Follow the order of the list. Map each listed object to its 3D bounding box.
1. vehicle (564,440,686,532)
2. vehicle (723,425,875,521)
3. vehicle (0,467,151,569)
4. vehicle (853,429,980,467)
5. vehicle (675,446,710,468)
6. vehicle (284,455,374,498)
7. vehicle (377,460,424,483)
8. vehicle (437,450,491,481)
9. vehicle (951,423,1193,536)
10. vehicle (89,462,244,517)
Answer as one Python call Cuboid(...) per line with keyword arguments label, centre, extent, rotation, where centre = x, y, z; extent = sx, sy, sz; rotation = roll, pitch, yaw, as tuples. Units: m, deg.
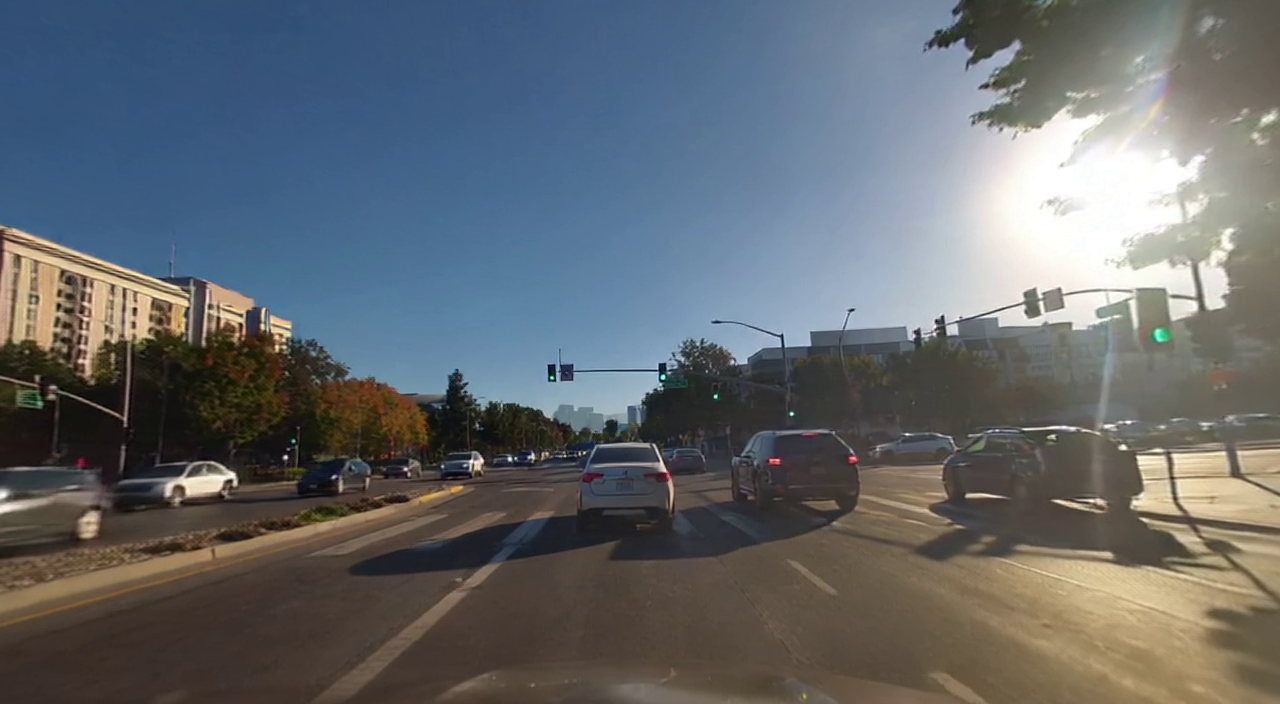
Cuboid(label="vehicle", centre=(-0.277, 2.523, 12.537), extent=(2.034, 1.500, 3.966), rotation=(0, -8, -1))
Cuboid(label="vehicle", centre=(3.294, 2.607, 14.207), extent=(2.107, 1.773, 4.557), rotation=(0, -8, -2))
Cuboid(label="vehicle", centre=(-11.645, 2.968, 11.473), extent=(1.992, 1.562, 4.361), rotation=(0, -8, 0))
Cuboid(label="vehicle", centre=(15.154, 5.327, 35.062), extent=(6.013, 2.030, 2.461), rotation=(-2, -9, 12))
Cuboid(label="vehicle", centre=(3.770, 7.614, 45.963), extent=(2.123, 1.455, 4.318), rotation=(0, -8, -1))
Cuboid(label="vehicle", centre=(-14.812, 5.936, 30.434), extent=(1.908, 1.797, 4.620), rotation=(0, -8, 1))
Cuboid(label="vehicle", centre=(-18.222, 9.098, 48.290), extent=(1.840, 1.511, 4.229), rotation=(0, -8, 1))
Cuboid(label="vehicle", centre=(-11.133, 7.175, 40.274), extent=(2.078, 1.795, 4.636), rotation=(0, -8, 0))
Cuboid(label="vehicle", centre=(7.916, 2.340, 12.242), extent=(2.039, 1.760, 4.319), rotation=(-1, -9, 8))
Cuboid(label="vehicle", centre=(-18.218, 5.275, 24.678), extent=(2.437, 1.777, 4.578), rotation=(0, -8, 1))
